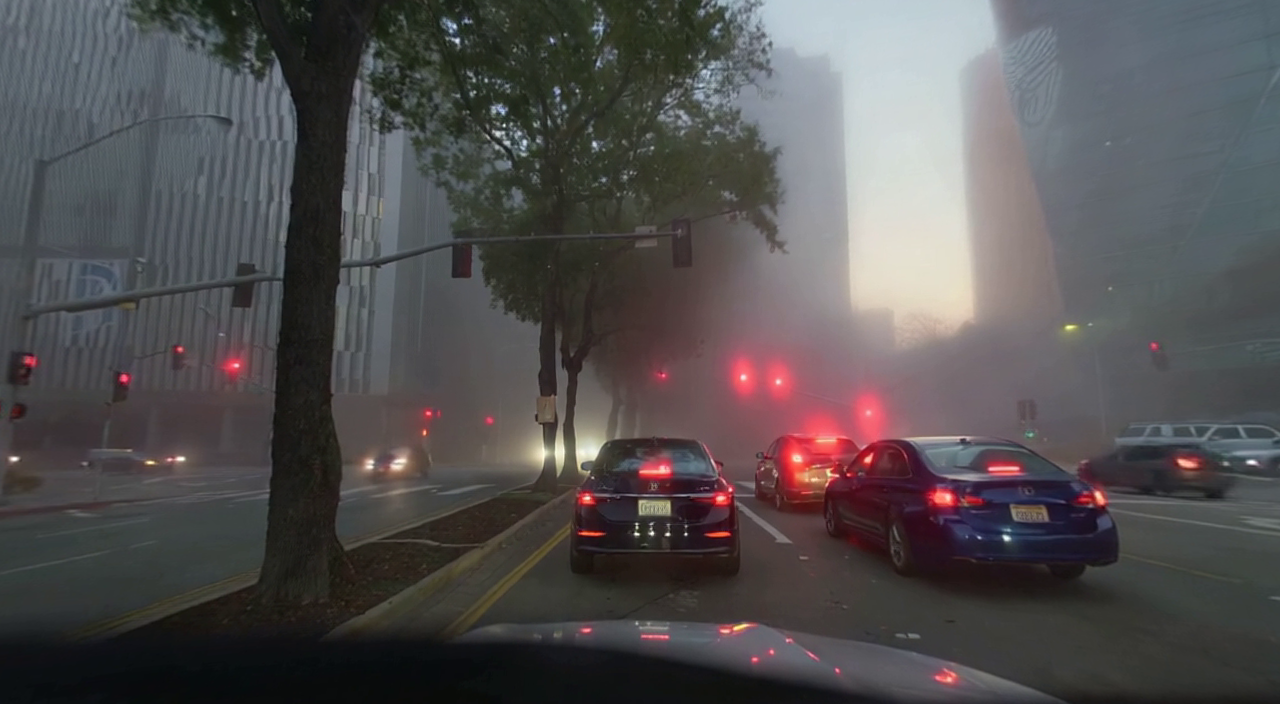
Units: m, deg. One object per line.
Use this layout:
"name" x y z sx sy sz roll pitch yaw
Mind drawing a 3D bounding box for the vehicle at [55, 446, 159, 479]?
"vehicle" -31.188 6.452 37.050 4.147 1.873 1.961 0 -9 -3

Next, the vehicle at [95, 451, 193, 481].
"vehicle" -26.655 6.125 34.034 3.657 1.528 1.783 1 -9 -3

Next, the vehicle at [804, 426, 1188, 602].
"vehicle" 3.649 1.739 7.743 2.018 1.491 4.544 0 -9 -1

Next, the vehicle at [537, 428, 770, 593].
"vehicle" 0.086 1.732 7.743 2.087 1.468 4.014 0 -9 -1

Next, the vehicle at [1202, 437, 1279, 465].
"vehicle" 35.201 5.638 36.129 4.190 1.535 1.998 0 -9 -1

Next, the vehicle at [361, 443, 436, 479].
"vehicle" -12.124 5.493 32.105 2.009 1.642 4.482 0 -9 0
